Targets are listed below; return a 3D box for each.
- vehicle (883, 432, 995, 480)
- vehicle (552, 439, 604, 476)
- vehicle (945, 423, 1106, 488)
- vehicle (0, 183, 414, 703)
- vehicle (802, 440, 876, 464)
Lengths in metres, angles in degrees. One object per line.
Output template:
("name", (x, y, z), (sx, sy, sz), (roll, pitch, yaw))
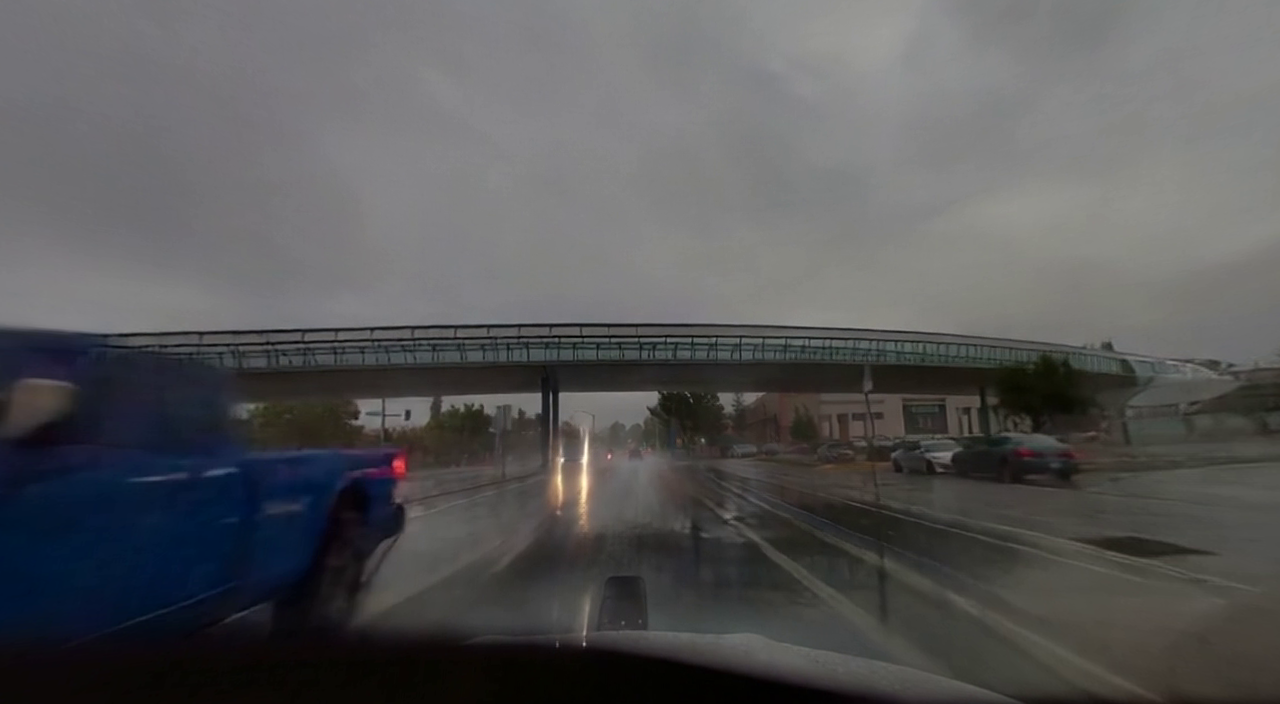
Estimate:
("vehicle", (11.685, 4.085, 24.949), (2.189, 1.510, 4.458), (-6, -8, 0))
("vehicle", (-3.746, 6.484, 38.983), (2.468, 1.993, 5.840), (-3, -9, 1))
("vehicle", (11.651, 3.162, 19.444), (2.051, 1.534, 4.466), (-7, -9, 0))
("vehicle", (-3.798, 0.736, 3.039), (2.967, 2.369, 6.635), (-2, -9, 0))
("vehicle", (14.442, 7.244, 45.720), (2.078, 1.523, 4.760), (1, -7, -34))
